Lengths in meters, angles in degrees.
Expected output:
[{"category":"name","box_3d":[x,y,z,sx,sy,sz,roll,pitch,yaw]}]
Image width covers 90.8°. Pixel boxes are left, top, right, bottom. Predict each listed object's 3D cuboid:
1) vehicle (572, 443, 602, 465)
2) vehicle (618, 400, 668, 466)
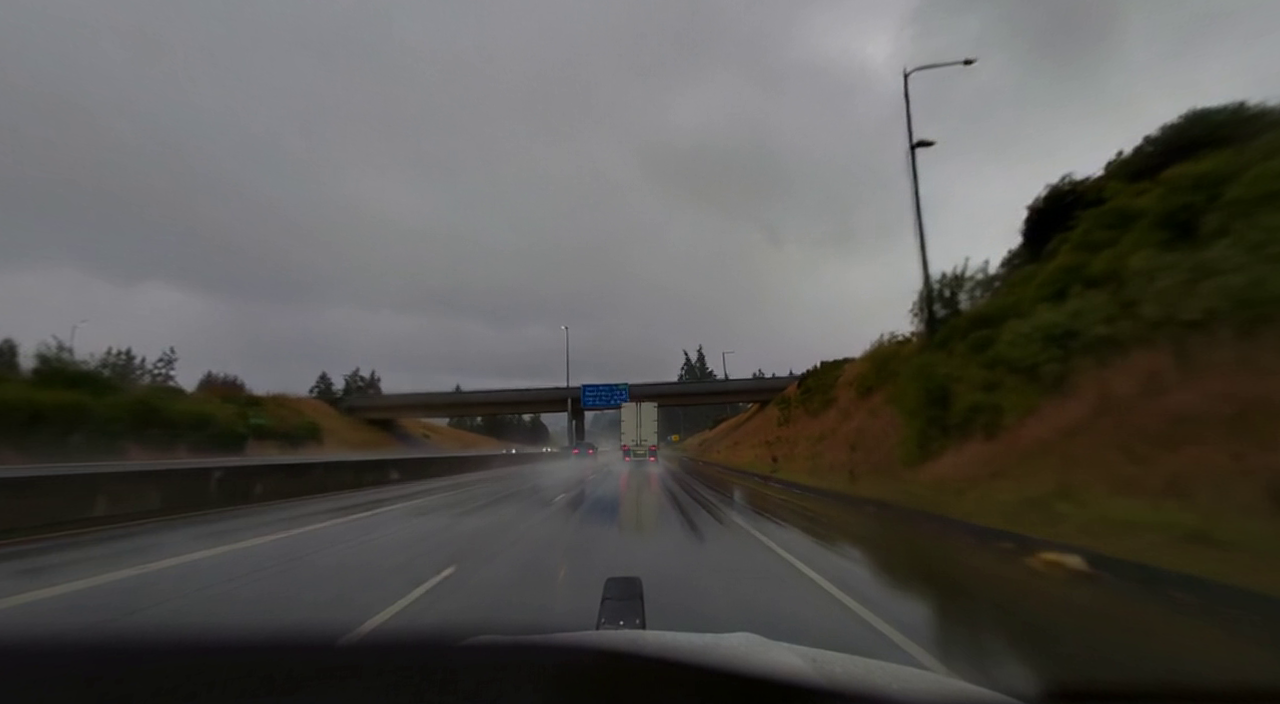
[{"category":"vehicle","box_3d":[-4.040,7.846,48.632,2.005,1.595,4.253,0,-9,-1]},{"category":"vehicle","box_3d":[0.105,5.874,44.445,3.033,3.985,12.383,0,-9,-1]}]
